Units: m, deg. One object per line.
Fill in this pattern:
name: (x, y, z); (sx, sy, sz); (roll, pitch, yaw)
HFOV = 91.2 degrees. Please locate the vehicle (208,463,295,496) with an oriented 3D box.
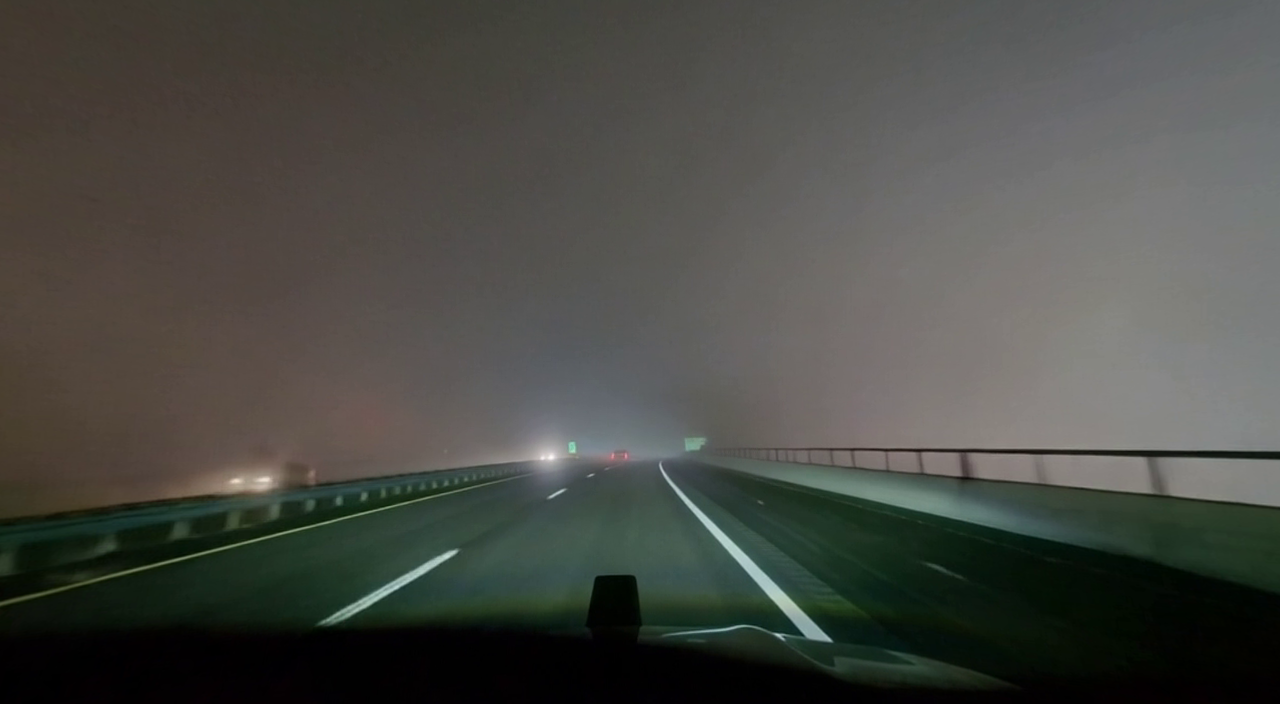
vehicle: (-20.838, 6.835, 33.810); (1.872, 1.532, 4.234); (-1, -9, 1)
